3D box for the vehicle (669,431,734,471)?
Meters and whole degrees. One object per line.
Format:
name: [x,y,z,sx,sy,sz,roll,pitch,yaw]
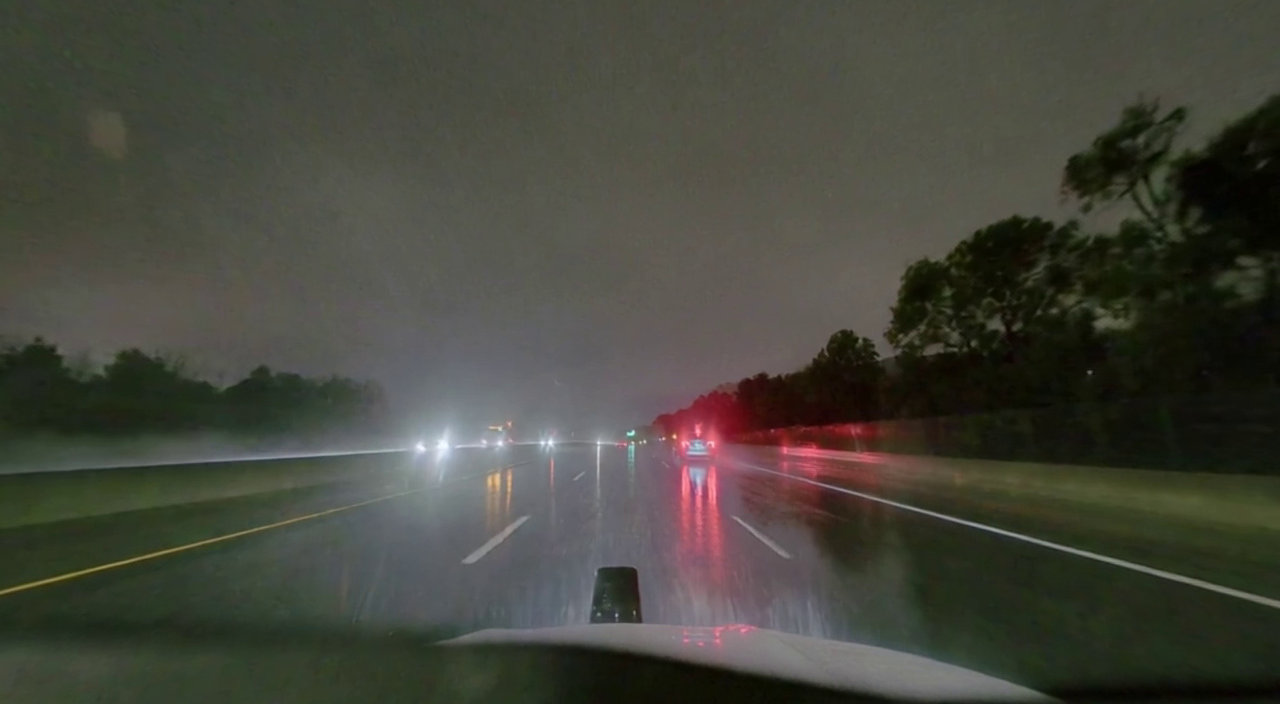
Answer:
vehicle: [2.701,4.507,28.798,2.349,1.651,4.161,0,-8,-2]
